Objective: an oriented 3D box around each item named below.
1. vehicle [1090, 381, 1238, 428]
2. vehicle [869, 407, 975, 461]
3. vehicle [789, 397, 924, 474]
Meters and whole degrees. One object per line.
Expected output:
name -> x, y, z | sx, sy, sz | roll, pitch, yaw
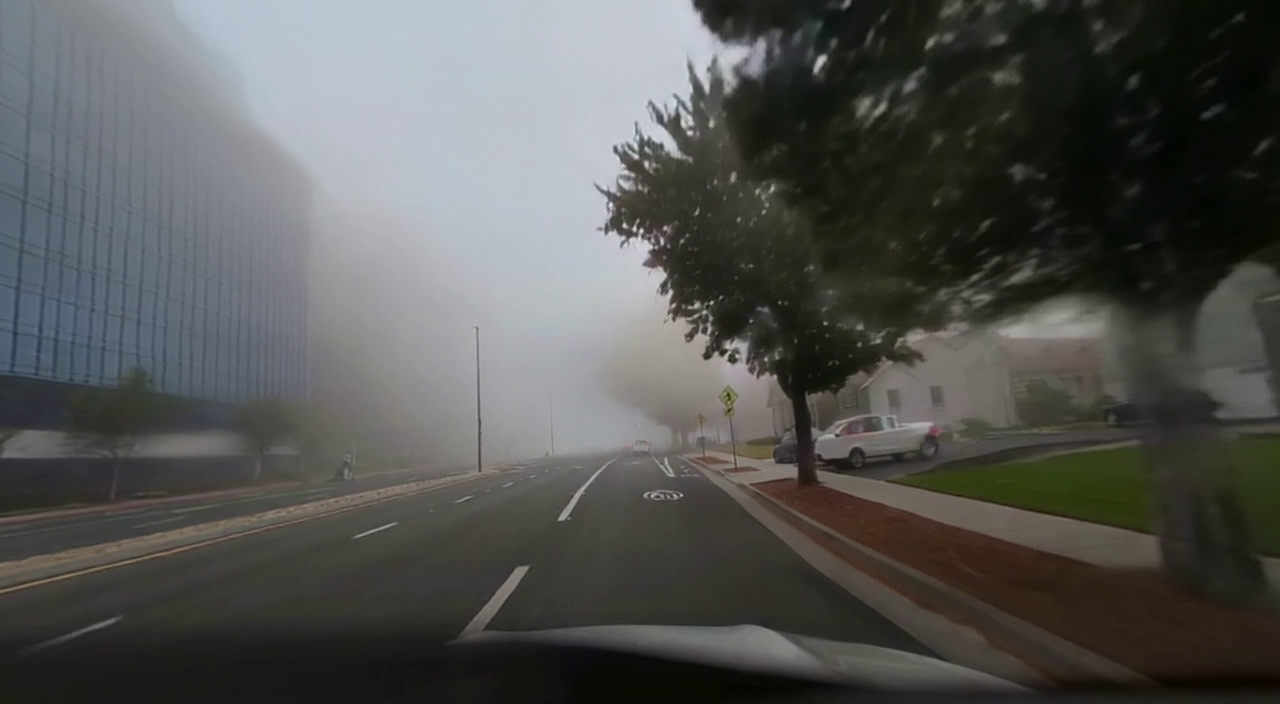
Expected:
vehicle -> 19.832, 2.106, 24.236 | 1.890, 1.492, 4.494 | 0, -9, 2
vehicle -> 8.851, 2.650, 20.184 | 1.842, 1.535, 3.638 | 0, -9, 3
vehicle -> 6.444, 2.621, 19.610 | 2.160, 1.944, 5.086 | -3, -8, -2
